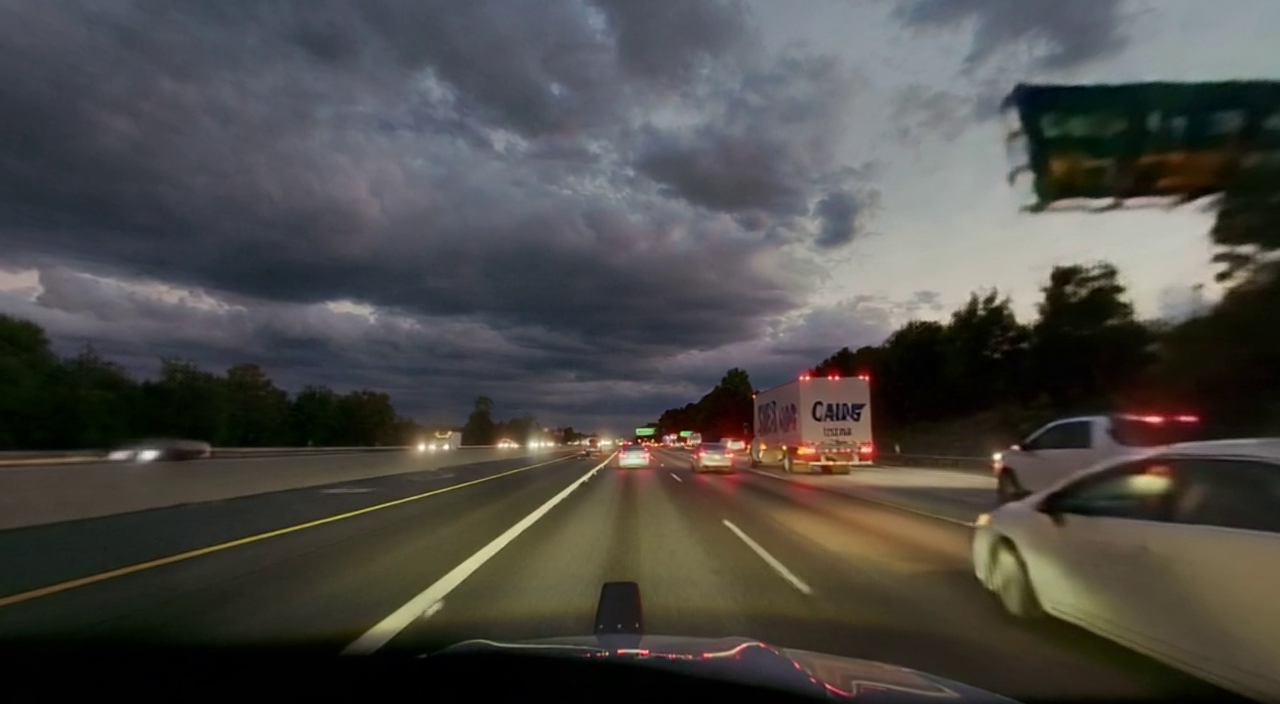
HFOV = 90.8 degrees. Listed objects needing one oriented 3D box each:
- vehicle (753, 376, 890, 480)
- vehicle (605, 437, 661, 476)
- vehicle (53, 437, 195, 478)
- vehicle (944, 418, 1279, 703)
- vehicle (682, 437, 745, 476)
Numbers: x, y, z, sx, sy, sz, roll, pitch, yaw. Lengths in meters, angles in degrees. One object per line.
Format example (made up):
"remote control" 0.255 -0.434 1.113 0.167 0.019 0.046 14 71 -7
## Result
"vehicle" 7.183 3.320 26.642 2.799 3.655 8.627 0 -9 -3
"vehicle" -0.320 4.250 25.869 2.098 1.475 3.997 0 -8 -2
"vehicle" -20.721 4.238 25.672 1.874 1.496 4.682 0 -9 -1
"vehicle" 3.263 0.990 2.503 1.865 1.427 4.448 0 -8 -1
"vehicle" 3.070 4.505 27.451 1.993 1.504 4.781 0 -9 -3
